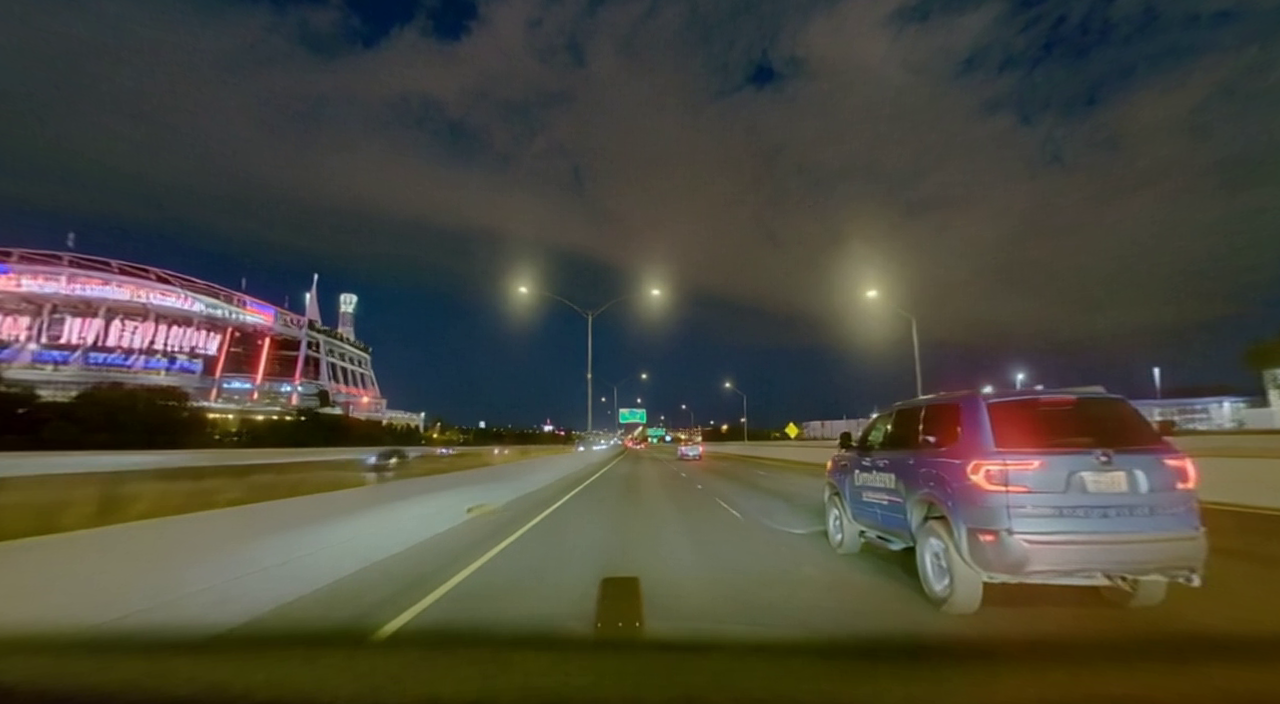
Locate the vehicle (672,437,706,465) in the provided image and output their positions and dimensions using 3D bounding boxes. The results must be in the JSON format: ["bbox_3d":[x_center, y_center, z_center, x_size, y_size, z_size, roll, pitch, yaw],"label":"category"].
[{"bbox_3d":[3.324,6.771,43.394,1.973,1.774,4.092,0,-9,-1],"label":"vehicle"}]

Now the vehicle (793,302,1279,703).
[{"bbox_3d":[3.078,1.107,5.433,2.199,2.002,4.970,0,-8,-1],"label":"vehicle"}]

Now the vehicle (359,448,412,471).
[{"bbox_3d":[-18.293,7.723,45.619,1.962,1.492,4.570,0,-8,-1],"label":"vehicle"}]
